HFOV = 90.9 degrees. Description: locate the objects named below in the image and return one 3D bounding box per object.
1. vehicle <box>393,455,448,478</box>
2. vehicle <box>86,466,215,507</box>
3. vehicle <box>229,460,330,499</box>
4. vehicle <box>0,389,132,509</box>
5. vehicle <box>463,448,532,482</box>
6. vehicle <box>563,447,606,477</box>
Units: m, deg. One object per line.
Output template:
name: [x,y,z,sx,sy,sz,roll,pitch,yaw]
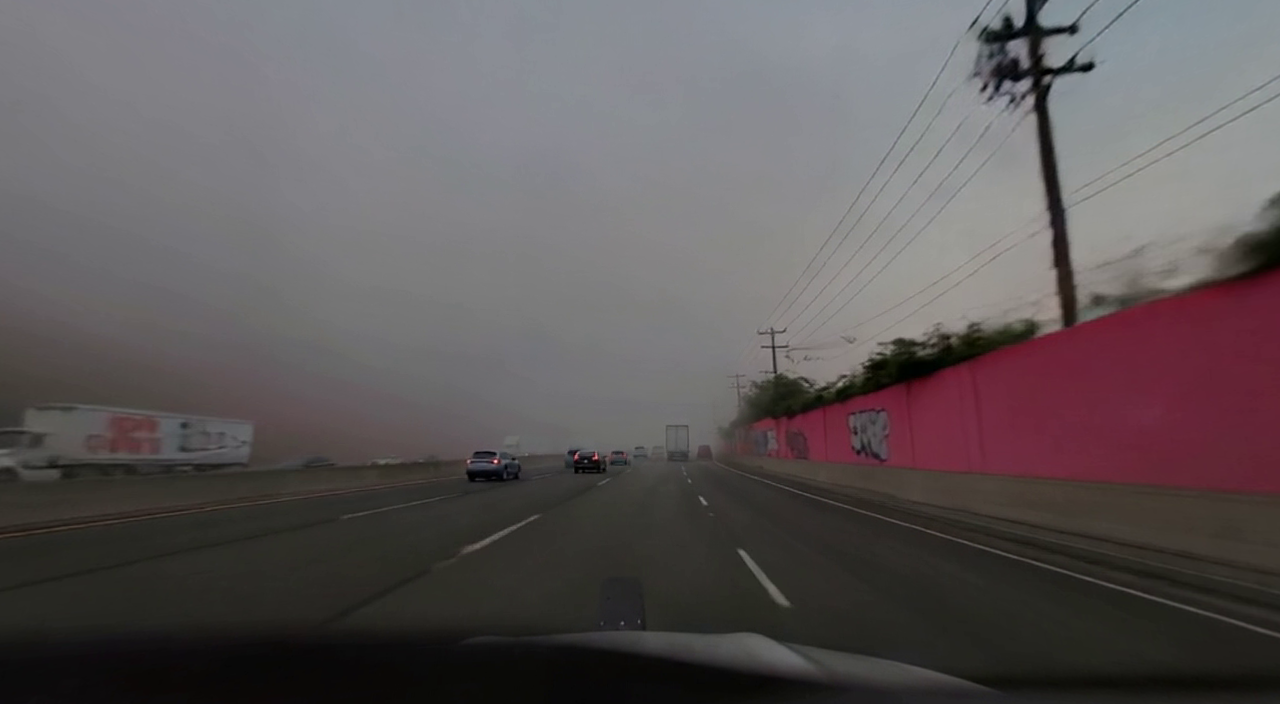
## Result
vehicle: [-15.301,8.015,44.226,1.923,1.459,4.561,-1,-9,5]
vehicle: [-19.645,5.376,25.534,1.805,1.405,4.114,-1,-9,2]
vehicle: [-15.131,5.339,26.735,1.866,1.416,3.918,-1,-9,2]
vehicle: [-23.917,3.835,24.346,3.361,4.101,5.809,-1,-10,1]
vehicle: [-6.988,5.588,31.488,2.142,1.503,4.767,-1,-9,3]
vehicle: [-3.109,6.267,36.156,1.966,1.565,3.766,-1,-9,2]
